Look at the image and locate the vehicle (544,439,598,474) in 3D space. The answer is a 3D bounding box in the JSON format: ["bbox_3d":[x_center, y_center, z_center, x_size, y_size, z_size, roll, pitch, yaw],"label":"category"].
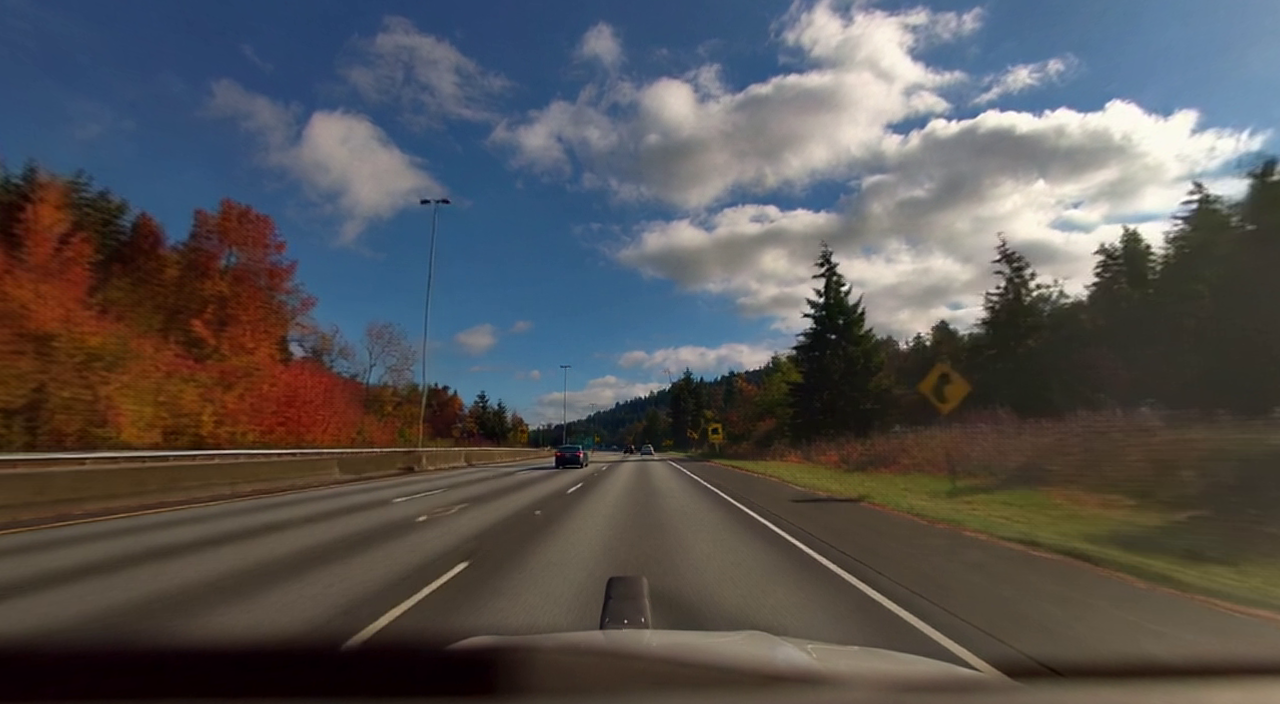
[{"bbox_3d":[-3.375,5.187,31.570,2.061,1.572,4.814,0,-8,1],"label":"vehicle"}]
